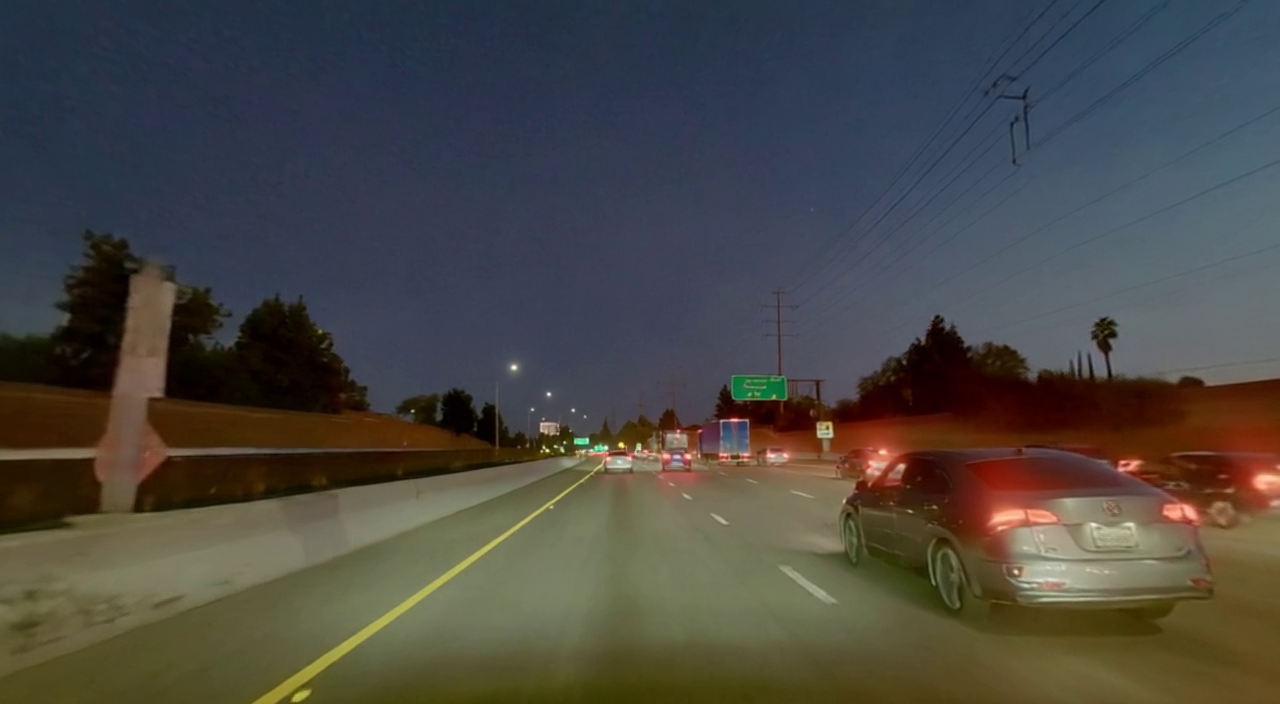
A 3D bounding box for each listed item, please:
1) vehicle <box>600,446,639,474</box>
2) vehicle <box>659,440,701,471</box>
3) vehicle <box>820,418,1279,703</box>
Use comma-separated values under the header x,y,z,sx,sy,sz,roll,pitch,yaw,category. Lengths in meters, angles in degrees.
x,y,z,sx,sy,sz,roll,pitch,yaw,category
-1.207,6.152,36.314,2.083,1.477,3.965,0,-9,-3,vehicle
2.494,6.589,40.489,2.114,1.849,4.692,0,-9,-3,vehicle
3.052,1.346,4.925,1.922,1.465,4.165,0,-9,-2,vehicle
